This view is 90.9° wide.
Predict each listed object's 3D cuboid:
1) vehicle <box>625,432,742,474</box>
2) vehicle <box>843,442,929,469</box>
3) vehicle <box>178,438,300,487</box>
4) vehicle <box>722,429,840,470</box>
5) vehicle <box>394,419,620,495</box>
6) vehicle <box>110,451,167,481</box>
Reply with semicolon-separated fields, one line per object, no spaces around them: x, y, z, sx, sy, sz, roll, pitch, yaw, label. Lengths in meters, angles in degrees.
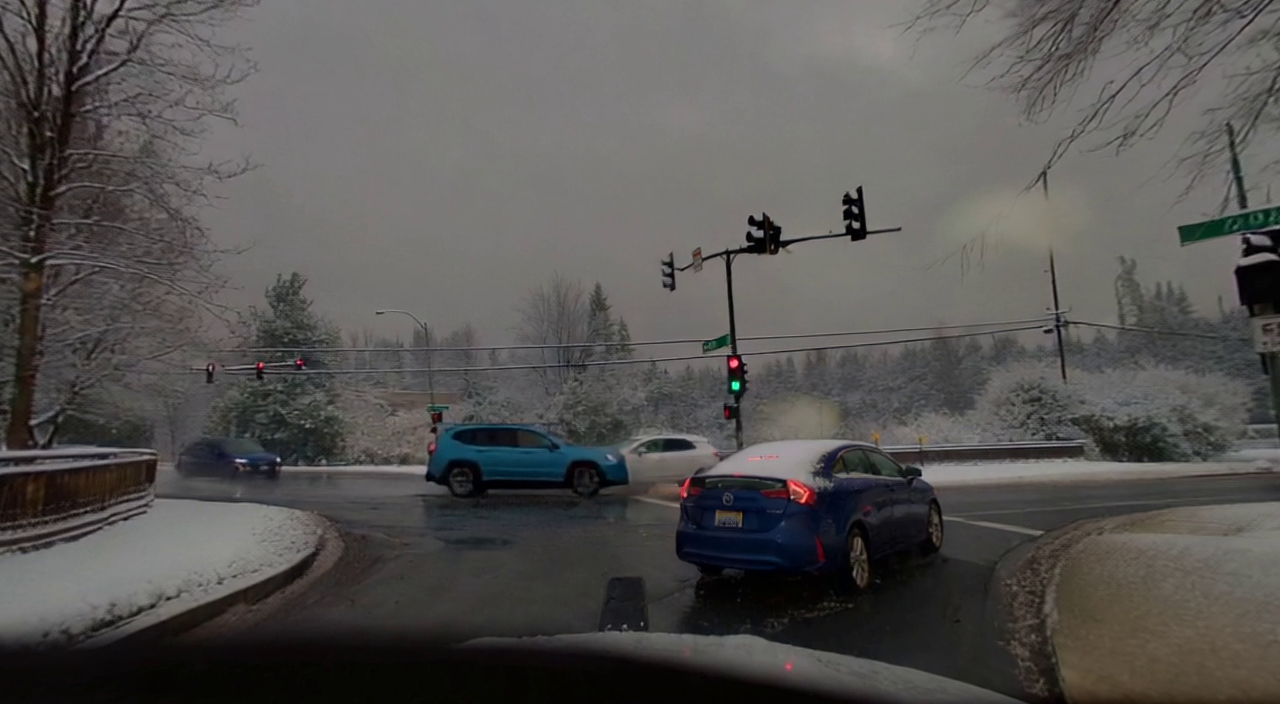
1.814;4.158;26.156;4.483;1.589;1.852;4;-9;-26;vehicle
13.832;5.792;35.421;4.457;1.429;1.862;4;-9;-26;vehicle
-13.966;3.767;21.852;4.826;1.484;2.000;-7;-11;38;vehicle
7.303;5.056;32.538;5.791;1.964;2.199;5;-10;-26;vehicle
-3.398;2.764;16.826;5.332;1.807;2.450;-2;-9;9;vehicle
-27.331;6.123;34.286;1.953;1.462;4.589;7;-11;-42;vehicle
